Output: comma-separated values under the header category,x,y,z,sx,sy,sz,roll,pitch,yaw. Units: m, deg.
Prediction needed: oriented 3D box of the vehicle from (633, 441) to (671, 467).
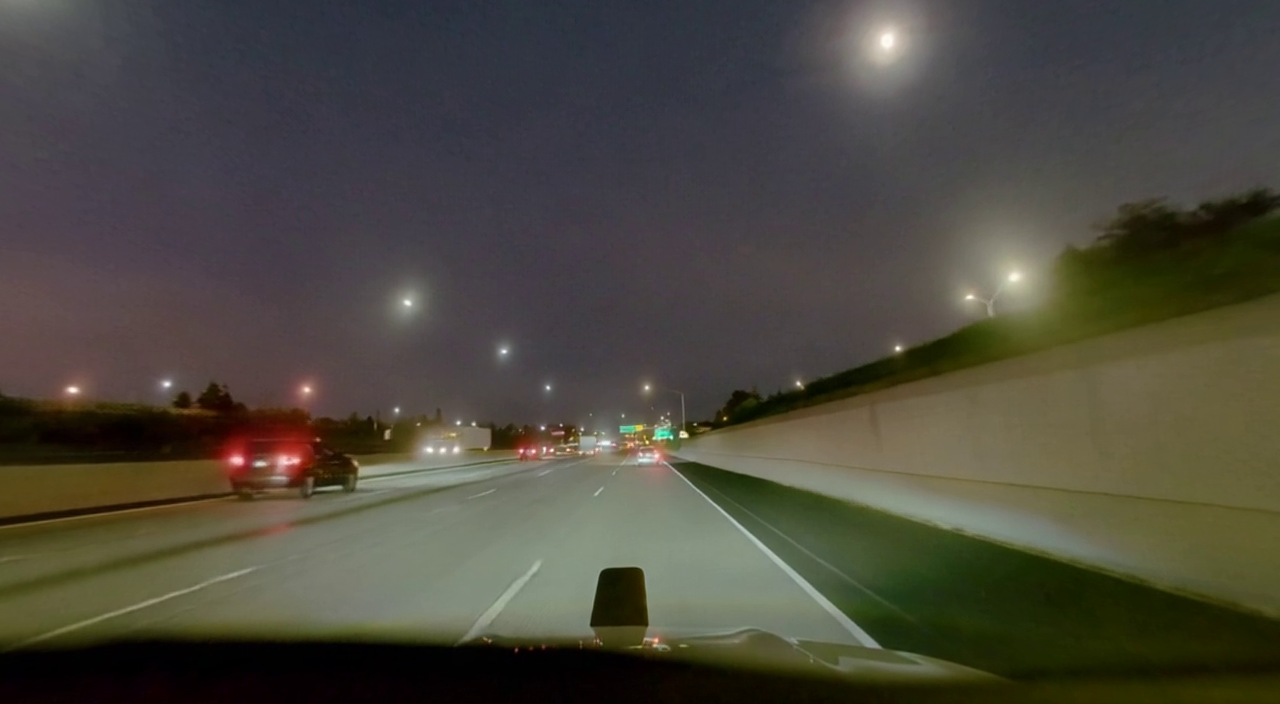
category,x,y,z,sx,sy,sz,roll,pitch,yaw
vehicle,0.710,6.181,38.340,2.137,1.461,3.999,0,-8,0

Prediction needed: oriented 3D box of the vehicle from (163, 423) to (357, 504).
category,x,y,z,sx,sy,sz,roll,pitch,yaw
vehicle,-9.784,2.894,16.867,2.246,1.812,4.740,0,-8,-1
